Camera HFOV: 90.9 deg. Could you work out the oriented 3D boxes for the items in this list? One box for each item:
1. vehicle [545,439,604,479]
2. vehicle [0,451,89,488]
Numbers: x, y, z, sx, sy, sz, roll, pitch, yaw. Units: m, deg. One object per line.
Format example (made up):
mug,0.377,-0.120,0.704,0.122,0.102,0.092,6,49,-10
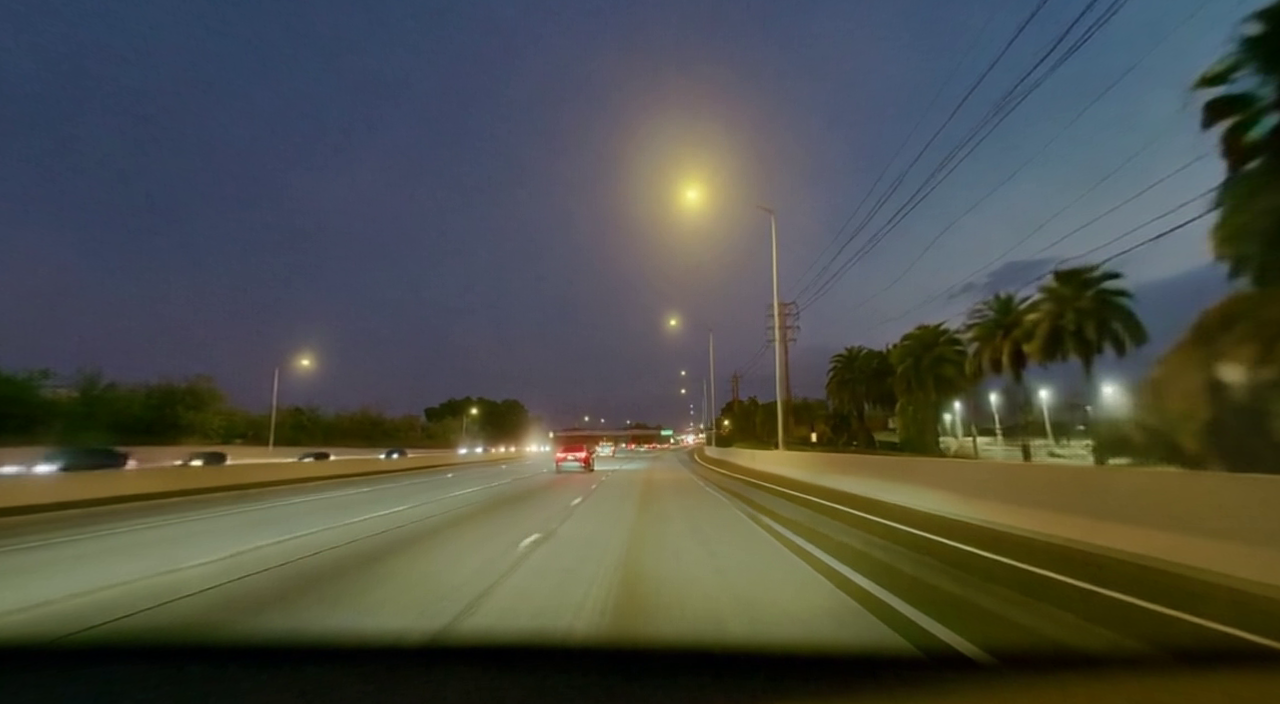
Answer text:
vehicle,-2.786,4.661,27.687,2.029,1.609,3.935,0,-9,1
vehicle,-27.456,5.154,28.008,1.857,1.489,4.473,0,-9,0
